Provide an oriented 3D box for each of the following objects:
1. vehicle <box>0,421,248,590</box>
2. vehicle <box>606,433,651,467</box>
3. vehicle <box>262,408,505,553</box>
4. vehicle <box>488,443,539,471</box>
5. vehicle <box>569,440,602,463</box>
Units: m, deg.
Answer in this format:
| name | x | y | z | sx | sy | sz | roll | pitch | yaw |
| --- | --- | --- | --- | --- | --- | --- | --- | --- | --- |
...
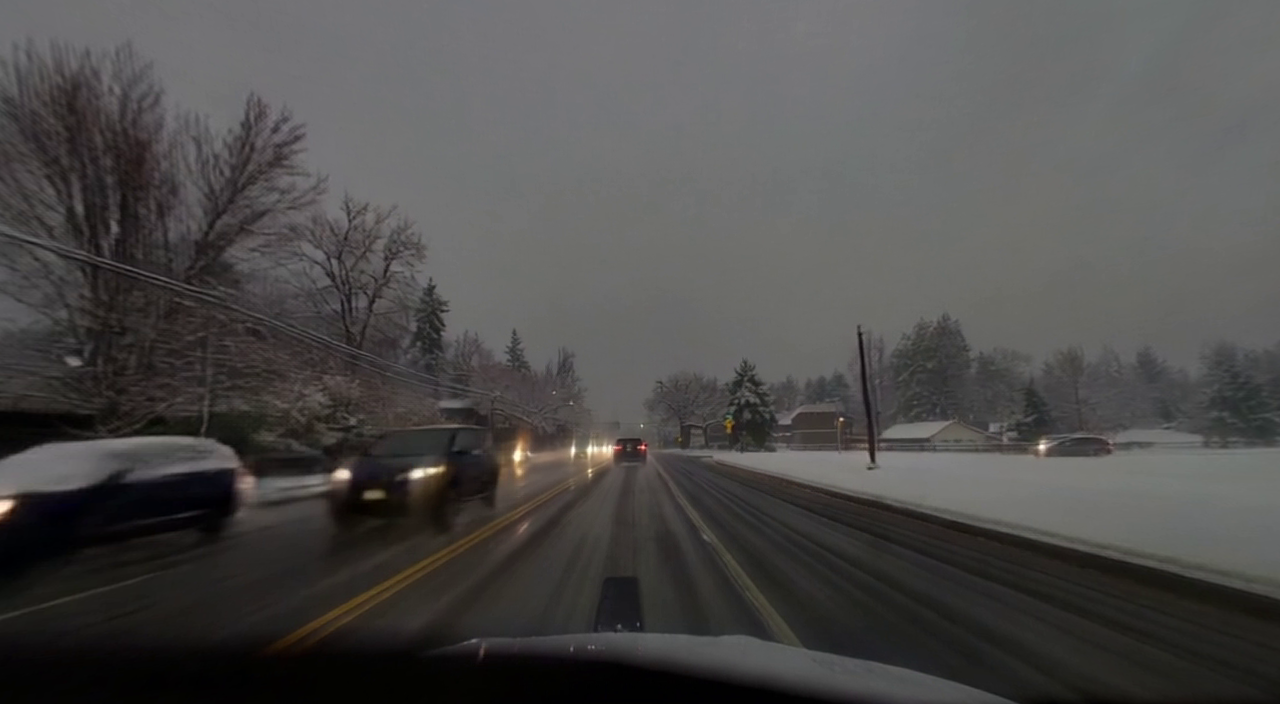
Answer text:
| name | x | y | z | sx | sy | sz | roll | pitch | yaw |
| --- | --- | --- | --- | --- | --- | --- | --- | --- | --- |
| vehicle | -7.702 | 1.972 | 8.665 | 1.978 | 1.744 | 4.301 | -3 | -9 | -1 |
| vehicle | -0.615 | 5.997 | 38.837 | 2.554 | 1.902 | 5.329 | 0 | -9 | 1 |
| vehicle | -3.702 | 1.951 | 10.239 | 1.991 | 1.794 | 4.572 | 0 | -9 | 0 |
| vehicle | -7.954 | 6.632 | 40.160 | 2.211 | 1.608 | 4.942 | 0 | -9 | 1 |
| vehicle | -4.213 | 7.757 | 49.278 | 2.115 | 1.638 | 4.098 | 0 | -9 | 1 |
